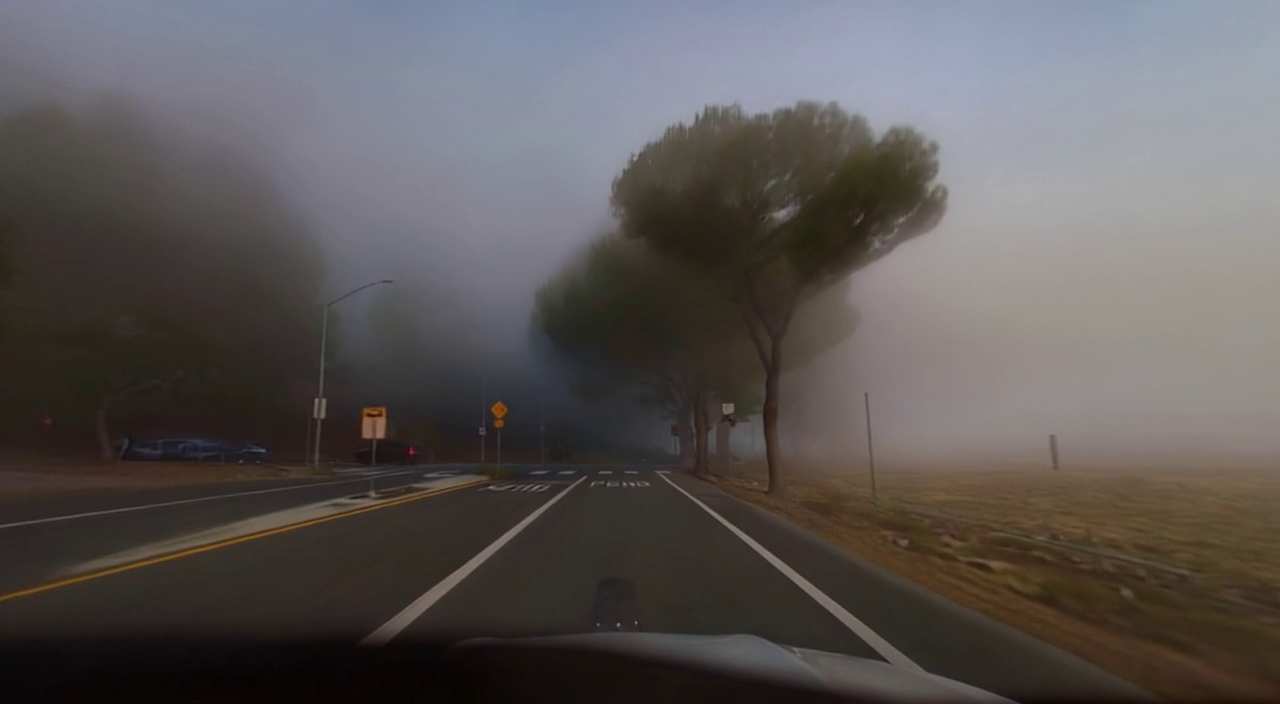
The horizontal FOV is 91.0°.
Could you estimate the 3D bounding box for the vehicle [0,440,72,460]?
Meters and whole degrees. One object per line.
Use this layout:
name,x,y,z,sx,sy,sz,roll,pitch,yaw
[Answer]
vehicle,-44.217,7.157,46.113,1.778,1.419,3.660,0,-8,0

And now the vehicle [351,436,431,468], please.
vehicle,-16.271,6.506,41.169,4.529,1.976,2.002,5,-10,-30

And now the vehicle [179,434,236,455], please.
vehicle,-31.607,6.753,46.087,1.561,1.438,3.699,-1,-9,0

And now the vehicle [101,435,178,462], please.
vehicle,-36.778,7.089,46.417,1.951,1.843,4.498,0,-8,0

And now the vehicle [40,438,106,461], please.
vehicle,-41.771,7.184,46.459,1.705,1.596,3.596,0,-8,-5

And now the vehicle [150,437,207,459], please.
vehicle,-34.182,7.115,46.674,1.601,1.494,3.449,0,-8,0
